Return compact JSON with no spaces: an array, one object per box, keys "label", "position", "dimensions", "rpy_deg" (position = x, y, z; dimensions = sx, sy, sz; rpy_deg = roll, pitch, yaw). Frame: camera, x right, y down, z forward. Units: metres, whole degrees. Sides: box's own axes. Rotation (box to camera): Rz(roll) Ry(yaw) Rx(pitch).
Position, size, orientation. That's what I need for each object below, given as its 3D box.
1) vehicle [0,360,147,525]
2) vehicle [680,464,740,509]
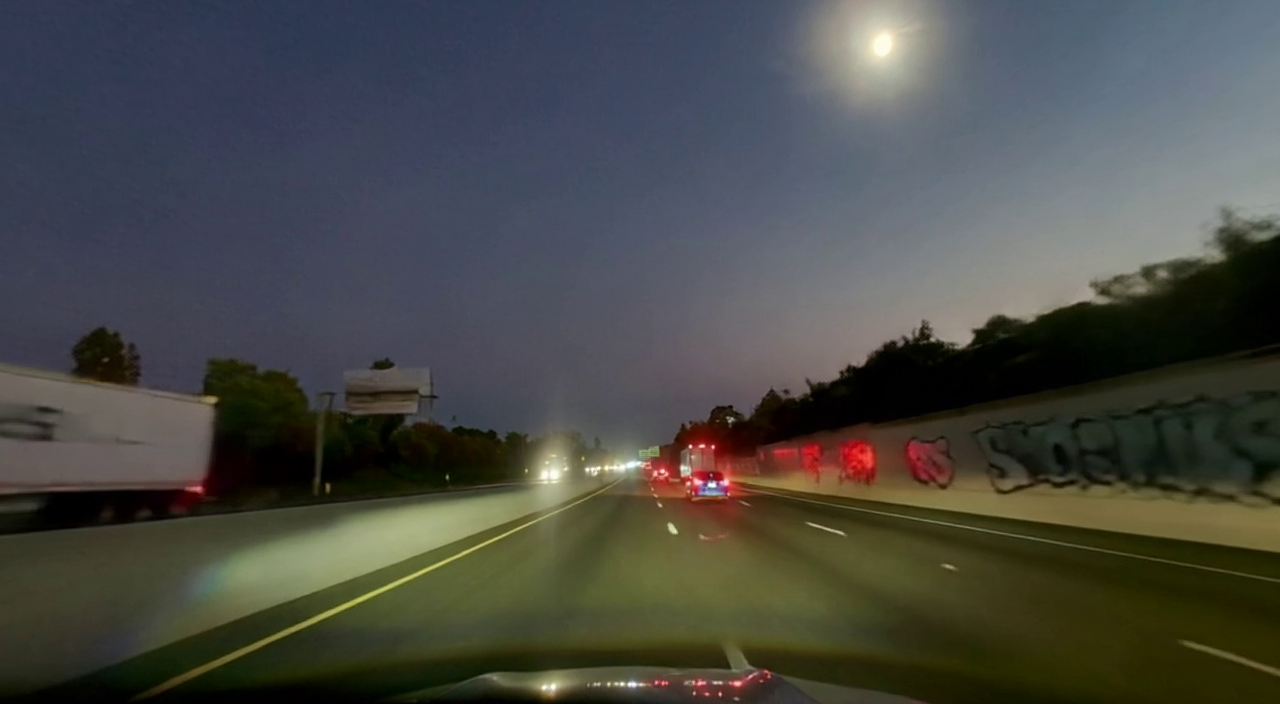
[{"label":"vehicle","position":[-17.390,1.858,13.591],"dimensions":[2.968,4.026,12.783],"rpy_deg":[1,-10,1]},{"label":"vehicle","position":[2.771,5.386,25.504],"dimensions":[2.011,1.574,3.512],"rpy_deg":[2,-10,0]}]
